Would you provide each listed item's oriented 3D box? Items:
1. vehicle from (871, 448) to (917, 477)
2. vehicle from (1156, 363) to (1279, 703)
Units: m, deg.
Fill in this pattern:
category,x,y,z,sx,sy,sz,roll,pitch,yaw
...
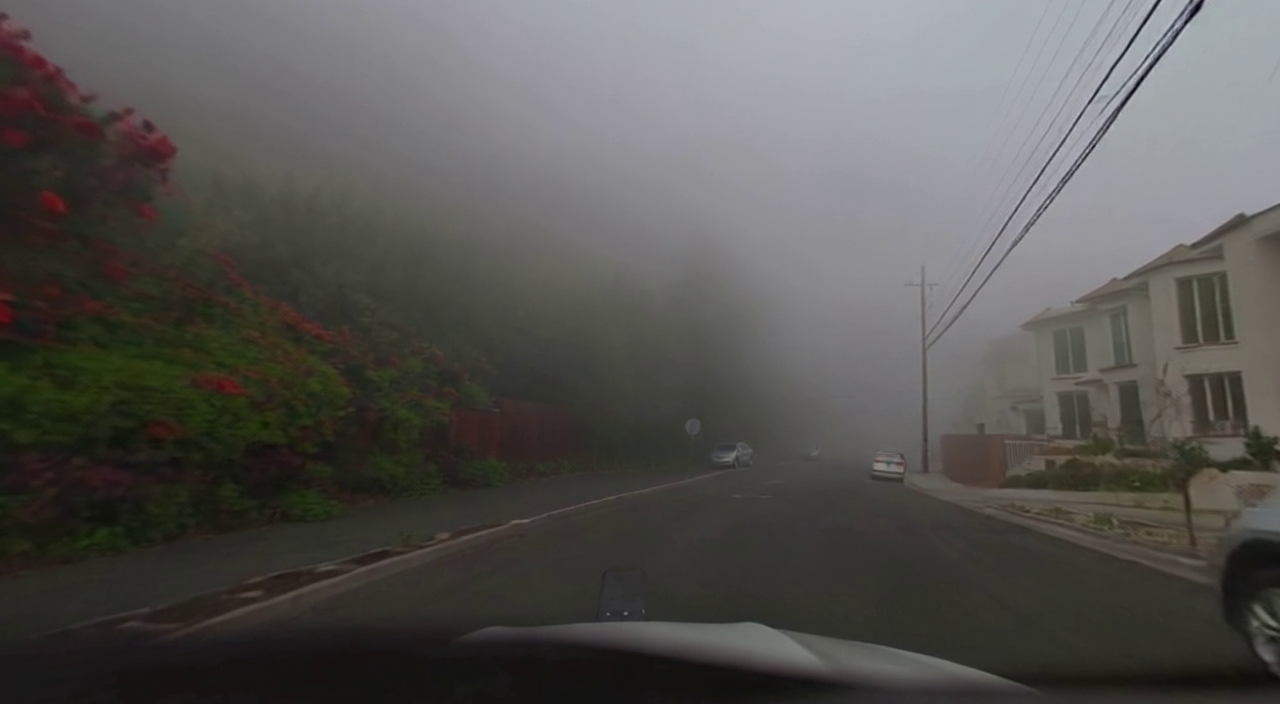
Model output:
category,x,y,z,sx,sy,sz,roll,pitch,yaw
vehicle,14.414,6.220,35.782,2.151,1.468,5.066,-4,-9,21
vehicle,4.372,0.730,1.496,2.311,1.909,5.570,-2,-8,10
